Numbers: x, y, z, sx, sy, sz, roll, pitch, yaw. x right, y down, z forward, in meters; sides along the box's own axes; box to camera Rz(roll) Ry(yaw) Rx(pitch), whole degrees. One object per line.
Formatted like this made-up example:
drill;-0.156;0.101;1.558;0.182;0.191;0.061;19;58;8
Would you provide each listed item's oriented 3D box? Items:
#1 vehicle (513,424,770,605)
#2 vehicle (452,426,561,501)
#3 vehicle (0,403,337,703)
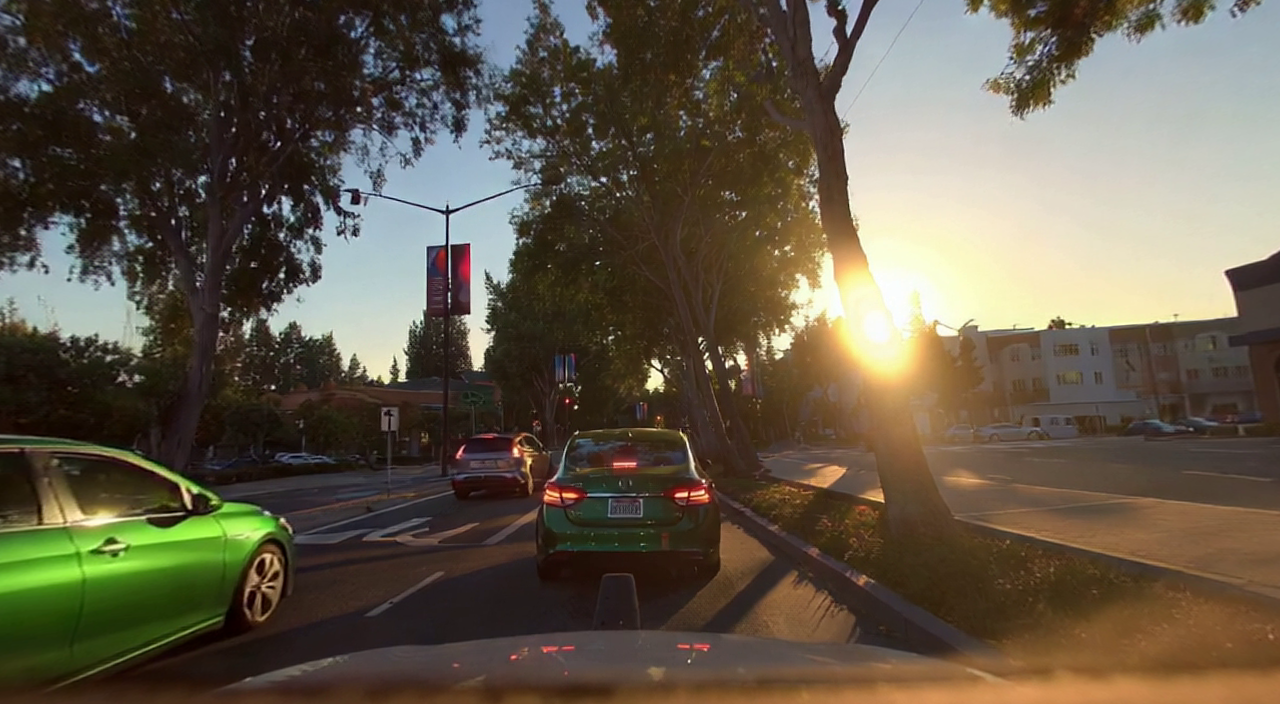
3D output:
vehicle;-0.048;1.640;7.290;2.126;1.475;3.967;0;-8;-2
vehicle;-3.431;2.957;17.099;2.046;1.751;4.208;0;-8;-1
vehicle;-3.490;1.020;2.933;1.961;1.487;4.453;0;-8;0
